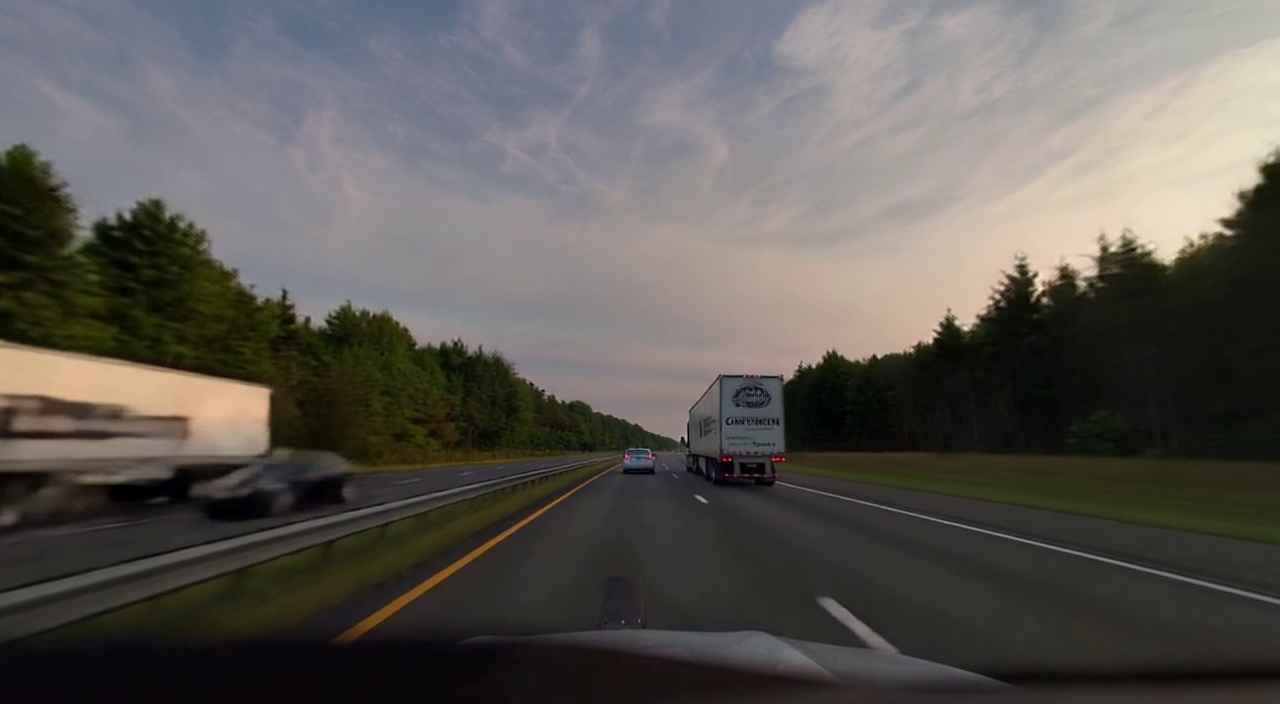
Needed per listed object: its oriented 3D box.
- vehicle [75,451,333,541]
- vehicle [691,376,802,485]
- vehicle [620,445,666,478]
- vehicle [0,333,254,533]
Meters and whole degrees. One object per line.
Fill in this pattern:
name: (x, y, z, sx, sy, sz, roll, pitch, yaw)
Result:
vehicle: (-8.599, 2.827, 13.140, 1.975, 1.514, 4.708, 0, -9, 0)
vehicle: (4.572, 4.059, 30.905, 2.909, 4.074, 14.457, 0, -9, 0)
vehicle: (0.139, 5.210, 30.204, 2.074, 1.475, 3.960, 0, -9, 0)
vehicle: (-13.634, 1.851, 13.964, 3.135, 3.736, 10.955, 0, -9, 0)
